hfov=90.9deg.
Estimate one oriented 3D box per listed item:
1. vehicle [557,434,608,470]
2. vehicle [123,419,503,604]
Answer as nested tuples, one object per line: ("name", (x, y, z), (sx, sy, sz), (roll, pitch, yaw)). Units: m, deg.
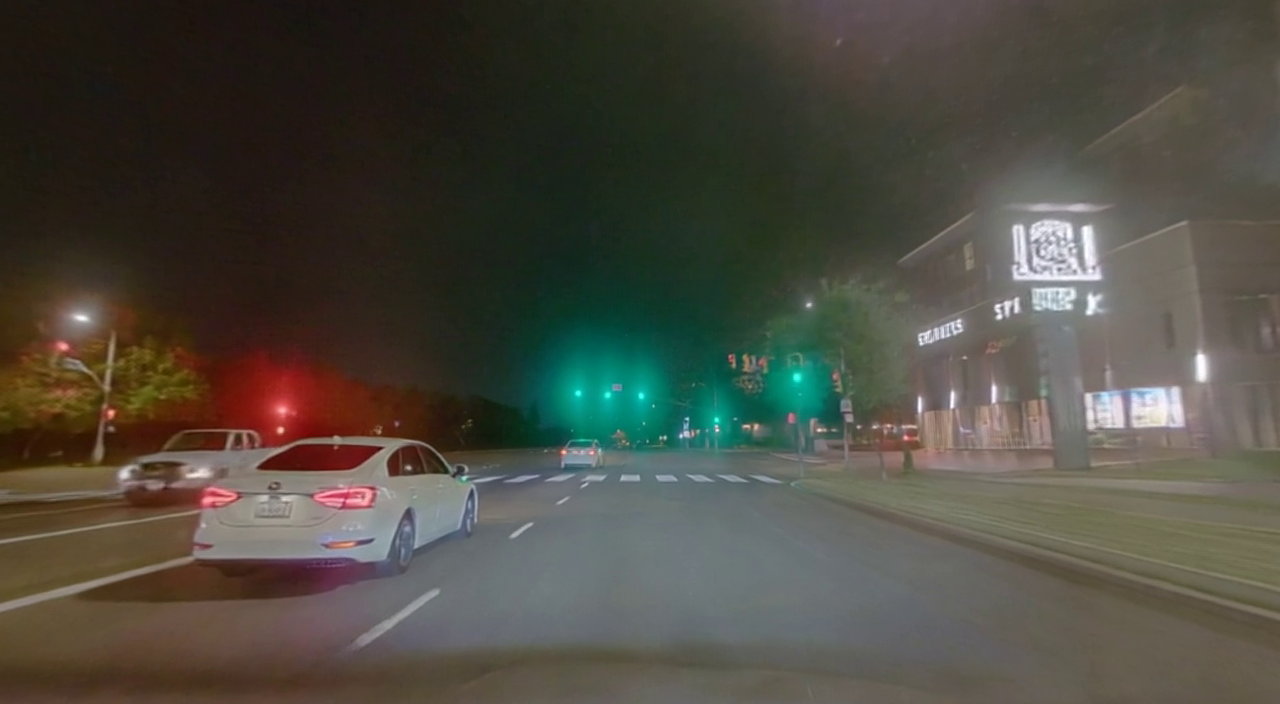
("vehicle", (-2.882, 5.127, 32.518), (2.109, 1.692, 4.220), (0, -8, 1))
("vehicle", (-3.128, 1.609, 7.349), (2.018, 1.477, 4.401), (0, -8, 1))
